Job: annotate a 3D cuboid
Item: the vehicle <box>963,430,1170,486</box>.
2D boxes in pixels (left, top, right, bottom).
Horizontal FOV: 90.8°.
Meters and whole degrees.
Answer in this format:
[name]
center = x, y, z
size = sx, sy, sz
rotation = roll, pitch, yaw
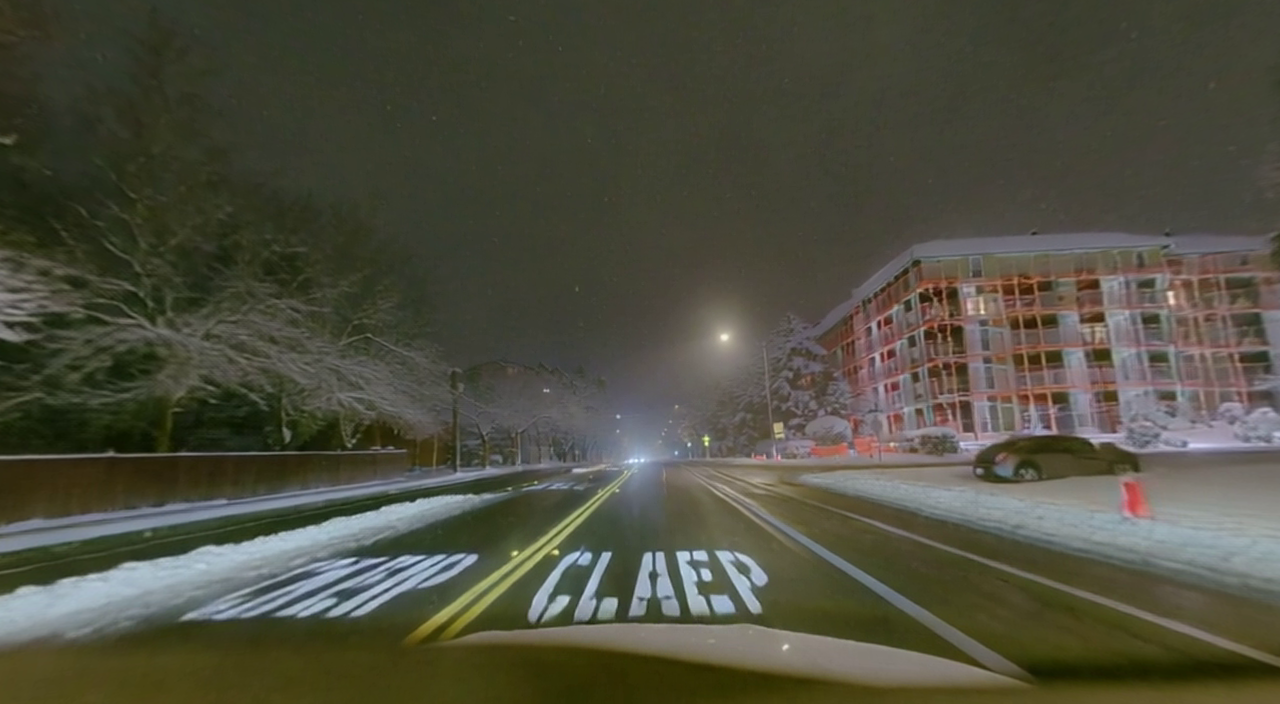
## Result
[vehicle]
center = 11.558, 2.895, 17.411
size = 4.251, 1.418, 1.896
rotation = -1, -8, 3
